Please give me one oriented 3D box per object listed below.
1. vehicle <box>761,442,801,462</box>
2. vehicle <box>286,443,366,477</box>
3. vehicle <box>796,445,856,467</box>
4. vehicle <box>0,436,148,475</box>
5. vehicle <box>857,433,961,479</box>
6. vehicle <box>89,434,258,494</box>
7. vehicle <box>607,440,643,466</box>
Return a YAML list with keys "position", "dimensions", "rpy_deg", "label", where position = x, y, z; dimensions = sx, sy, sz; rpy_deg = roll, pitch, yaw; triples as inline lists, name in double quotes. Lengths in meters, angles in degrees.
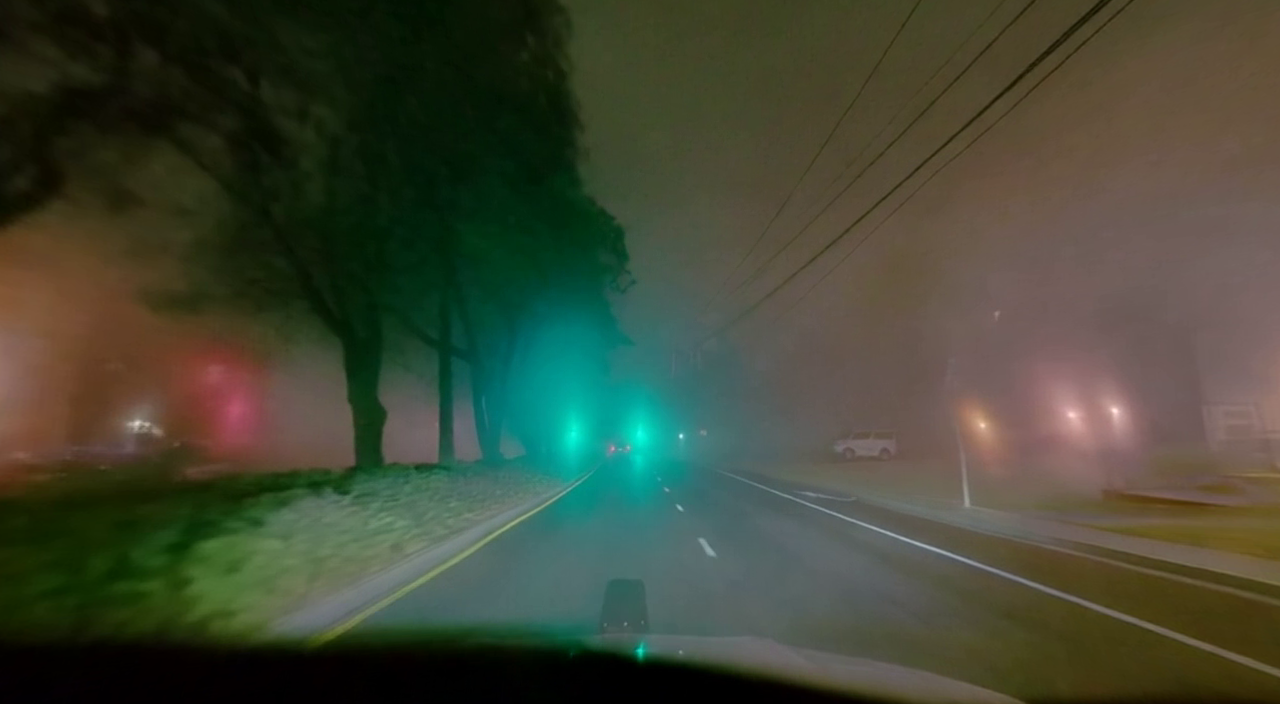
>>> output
- position: [10.940, 7.790, 49.119]
  dimensions: [1.839, 1.445, 4.484]
  rpy_deg: [0, -8, -3]
  label: "vehicle"
- position: [-15.346, 5.265, 31.061]
  dimensions: [1.884, 1.540, 3.927]
  rpy_deg: [0, -8, 0]
  label: "vehicle"
- position: [11.198, 6.305, 38.324]
  dimensions: [2.015, 1.231, 4.748]
  rpy_deg: [0, -8, -2]
  label: "vehicle"
- position: [-23.326, 4.256, 26.081]
  dimensions: [4.184, 1.528, 1.990]
  rpy_deg: [1, -8, -3]
  label: "vehicle"
- position: [11.432, 4.440, 27.246]
  dimensions: [2.147, 1.767, 5.125]
  rpy_deg: [0, -8, -1]
  label: "vehicle"
- position: [-15.145, 3.646, 20.904]
  dimensions: [2.042, 1.748, 4.584]
  rpy_deg: [0, -8, 0]
  label: "vehicle"
- position: [-0.942, 6.223, 39.029]
  dimensions: [2.113, 1.462, 4.203]
  rpy_deg: [0, -8, -2]
  label: "vehicle"
